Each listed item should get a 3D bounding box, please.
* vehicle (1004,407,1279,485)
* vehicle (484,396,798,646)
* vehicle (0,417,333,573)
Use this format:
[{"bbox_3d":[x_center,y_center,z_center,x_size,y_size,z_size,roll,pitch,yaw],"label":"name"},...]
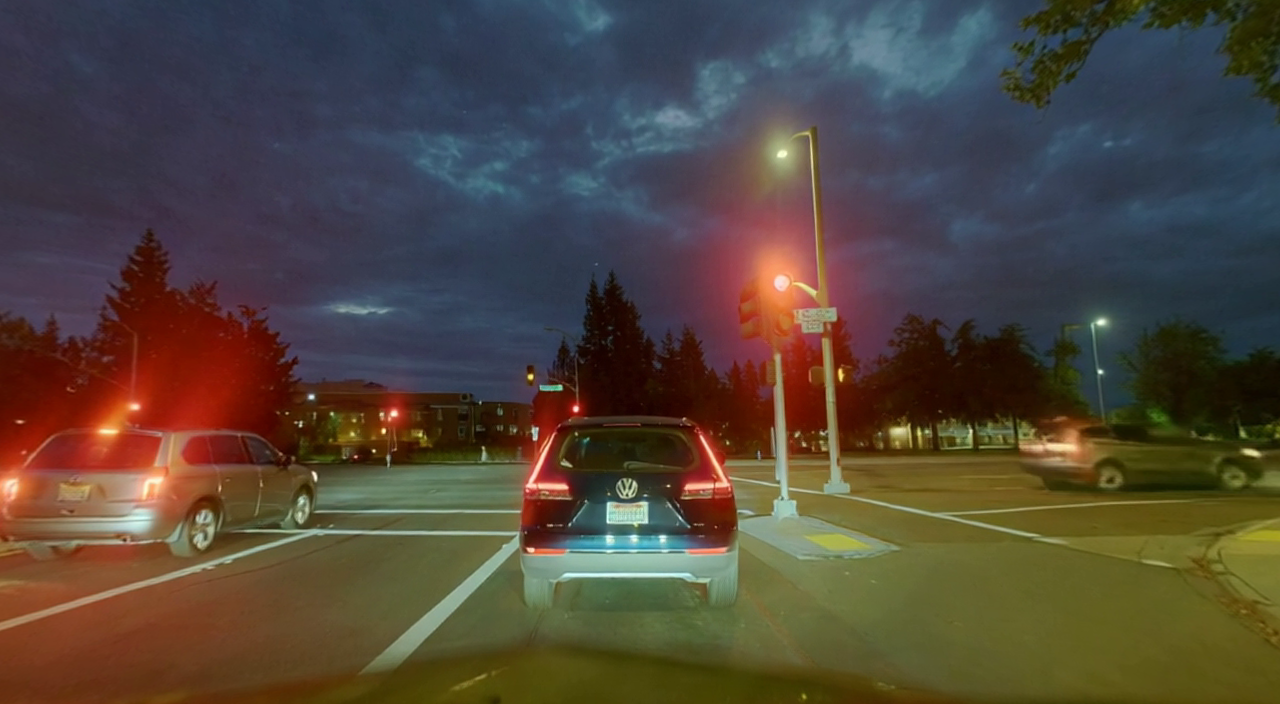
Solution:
[{"bbox_3d":[13.077,2.466,16.482,5.623,1.843,2.147,-1,-9,8],"label":"vehicle"},{"bbox_3d":[-0.143,1.456,6.457,2.154,1.670,4.140,1,-9,-5],"label":"vehicle"},{"bbox_3d":[-6.391,1.896,9.126,2.020,1.695,4.187,1,-9,-5],"label":"vehicle"}]
